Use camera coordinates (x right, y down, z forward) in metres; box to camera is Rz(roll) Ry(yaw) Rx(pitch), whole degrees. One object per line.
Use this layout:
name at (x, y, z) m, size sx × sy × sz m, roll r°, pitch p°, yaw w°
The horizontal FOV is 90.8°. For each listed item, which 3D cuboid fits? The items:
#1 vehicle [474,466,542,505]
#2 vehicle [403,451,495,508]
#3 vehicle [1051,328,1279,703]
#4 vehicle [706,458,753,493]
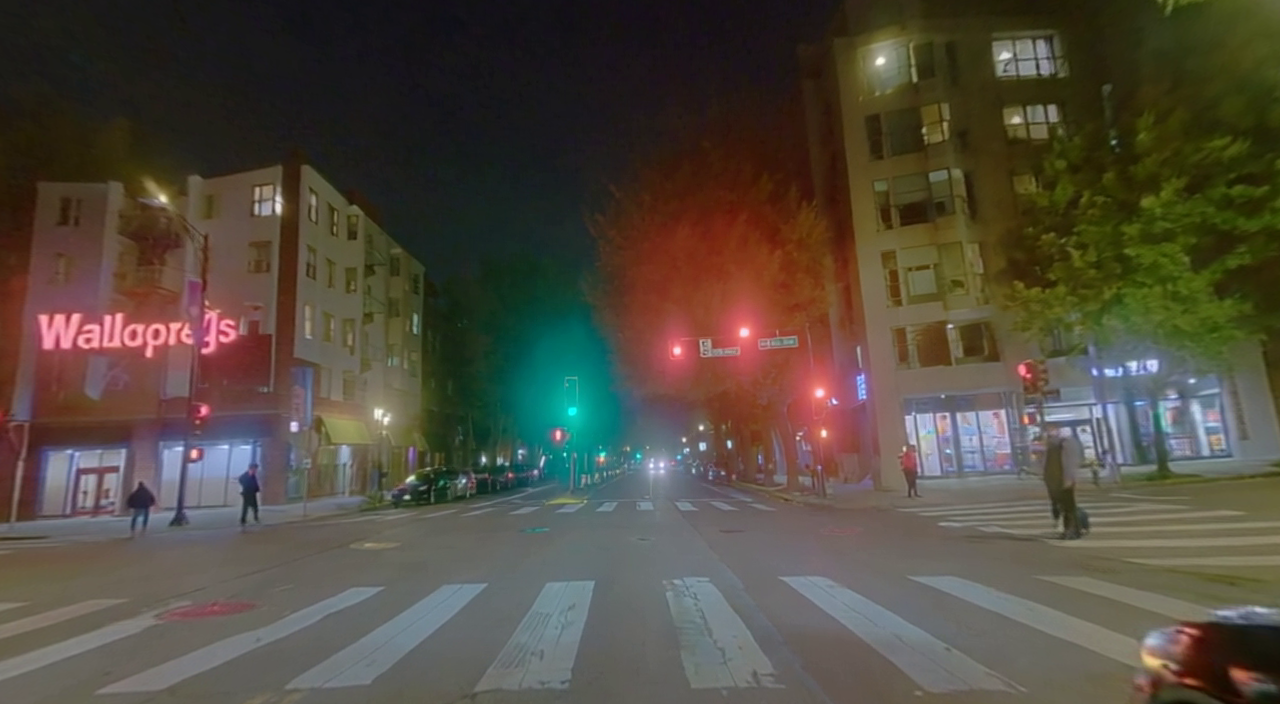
vehicle at (-5.745, 5.871, 28.155) m, size 1.983 × 1.438 × 4.559 m, roll 0°, pitch -8°, yaw 1°
vehicle at (-8.798, 5.900, 29.873) m, size 2.489 × 2.323 × 5.843 m, roll 0°, pitch -8°, yaw 0°
vehicle at (2.661, 0.690, 1.206) m, size 1.822 × 1.654 × 2.794 m, roll 0°, pitch -8°, yaw 1°
vehicle at (5.199, 7.211, 37.270) m, size 2.010 × 1.844 × 4.386 m, roll 0°, pitch -8°, yaw -2°
